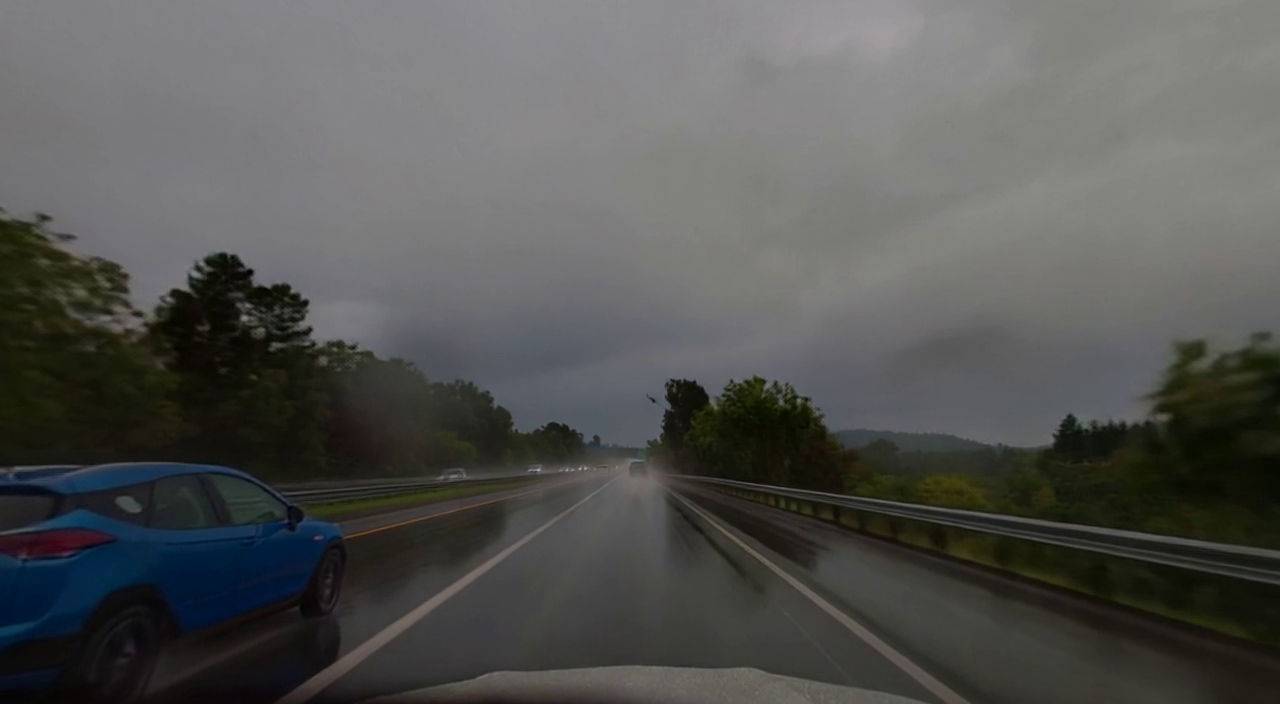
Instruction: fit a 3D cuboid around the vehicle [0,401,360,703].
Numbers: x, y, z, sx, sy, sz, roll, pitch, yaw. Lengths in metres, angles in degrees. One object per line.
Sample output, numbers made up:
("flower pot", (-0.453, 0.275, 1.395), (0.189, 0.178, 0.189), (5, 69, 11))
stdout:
("vehicle", (-3.644, 1.182, 3.808), (2.017, 1.516, 4.041), (1, -11, 0))
